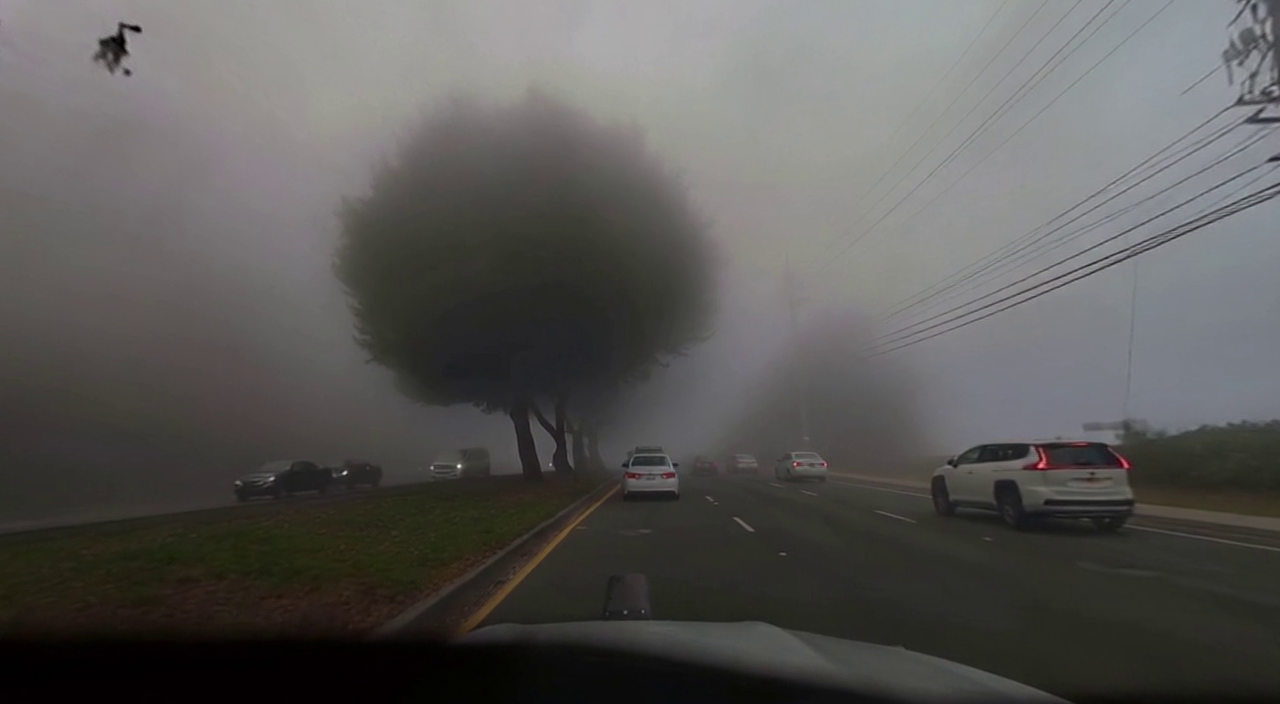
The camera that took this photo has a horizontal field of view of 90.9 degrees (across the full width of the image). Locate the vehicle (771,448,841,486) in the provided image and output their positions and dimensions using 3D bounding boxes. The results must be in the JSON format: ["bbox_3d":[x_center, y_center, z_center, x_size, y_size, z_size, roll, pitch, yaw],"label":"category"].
[{"bbox_3d":[7.294,5.057,28.141,1.850,1.480,4.474,0,-8,-1],"label":"vehicle"}]

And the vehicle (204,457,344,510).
[{"bbox_3d":[-12.122,4.359,21.338,1.942,1.481,4.621,0,-8,0],"label":"vehicle"}]

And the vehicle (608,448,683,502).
[{"bbox_3d":[0.177,3.772,19.847,2.108,1.479,3.935,0,-8,1],"label":"vehicle"}]

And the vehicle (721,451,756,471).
[{"bbox_3d":[7.756,8.568,49.950,1.899,1.458,4.499,0,-8,-1],"label":"vehicle"}]

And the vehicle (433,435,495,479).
[{"bbox_3d":[-11.992,7.197,43.550,2.276,2.762,6.504,0,-8,1],"label":"vehicle"}]

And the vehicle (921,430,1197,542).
[{"bbox_3d":[7.329,2.350,11.800,1.983,1.649,4.557,0,-8,0],"label":"vehicle"}]
